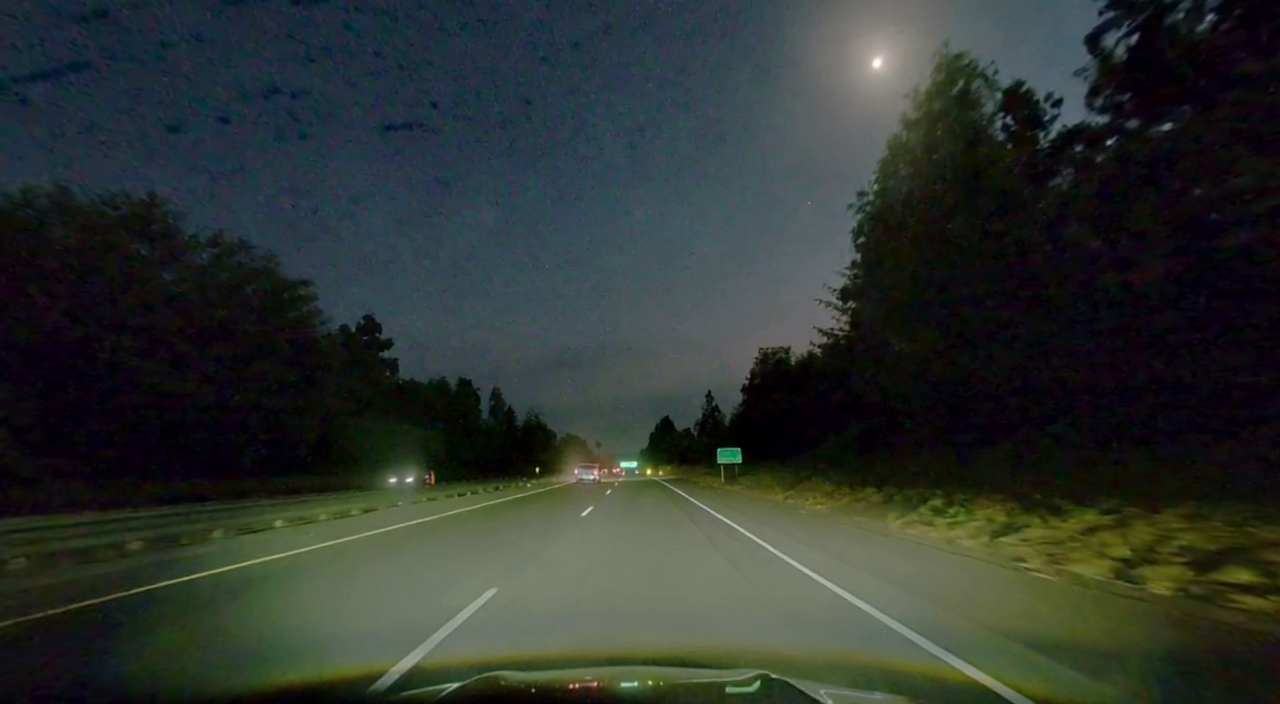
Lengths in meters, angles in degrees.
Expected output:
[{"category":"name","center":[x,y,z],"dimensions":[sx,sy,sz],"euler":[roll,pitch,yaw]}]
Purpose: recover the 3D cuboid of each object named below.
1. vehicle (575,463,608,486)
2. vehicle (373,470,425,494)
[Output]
[{"category":"vehicle","center":[-3.612,9.295,48.012],"dimensions":[2.121,1.664,4.503],"euler":[1,-10,0]},{"category":"vehicle","center":[-15.650,8.427,41.153],"dimensions":[1.769,1.448,4.147],"euler":[1,-10,0]}]
